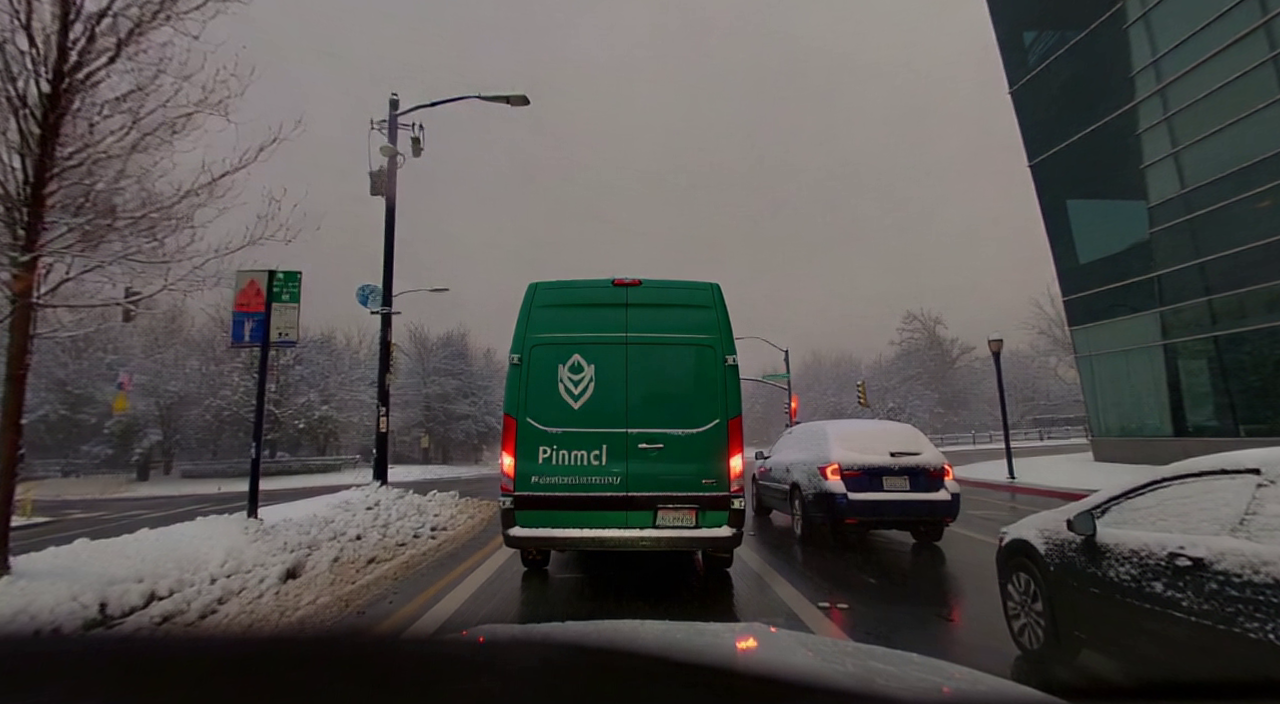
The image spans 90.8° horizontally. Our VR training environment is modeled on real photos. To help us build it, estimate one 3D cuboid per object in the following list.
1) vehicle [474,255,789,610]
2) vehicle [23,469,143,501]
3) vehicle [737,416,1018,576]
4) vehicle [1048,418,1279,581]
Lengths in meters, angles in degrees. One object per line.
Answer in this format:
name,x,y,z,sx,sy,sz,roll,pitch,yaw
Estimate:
vehicle,-0.037,1.174,9.088,2.613,3.035,7.342,0,-8,1
vehicle,-31.099,7.433,35.396,4.806,1.652,1.869,0,-8,-2
vehicle,2.882,1.864,9.041,2.183,1.676,4.506,0,-8,-1
vehicle,7.525,1.589,7.006,1.963,1.669,4.678,3,-9,-20
